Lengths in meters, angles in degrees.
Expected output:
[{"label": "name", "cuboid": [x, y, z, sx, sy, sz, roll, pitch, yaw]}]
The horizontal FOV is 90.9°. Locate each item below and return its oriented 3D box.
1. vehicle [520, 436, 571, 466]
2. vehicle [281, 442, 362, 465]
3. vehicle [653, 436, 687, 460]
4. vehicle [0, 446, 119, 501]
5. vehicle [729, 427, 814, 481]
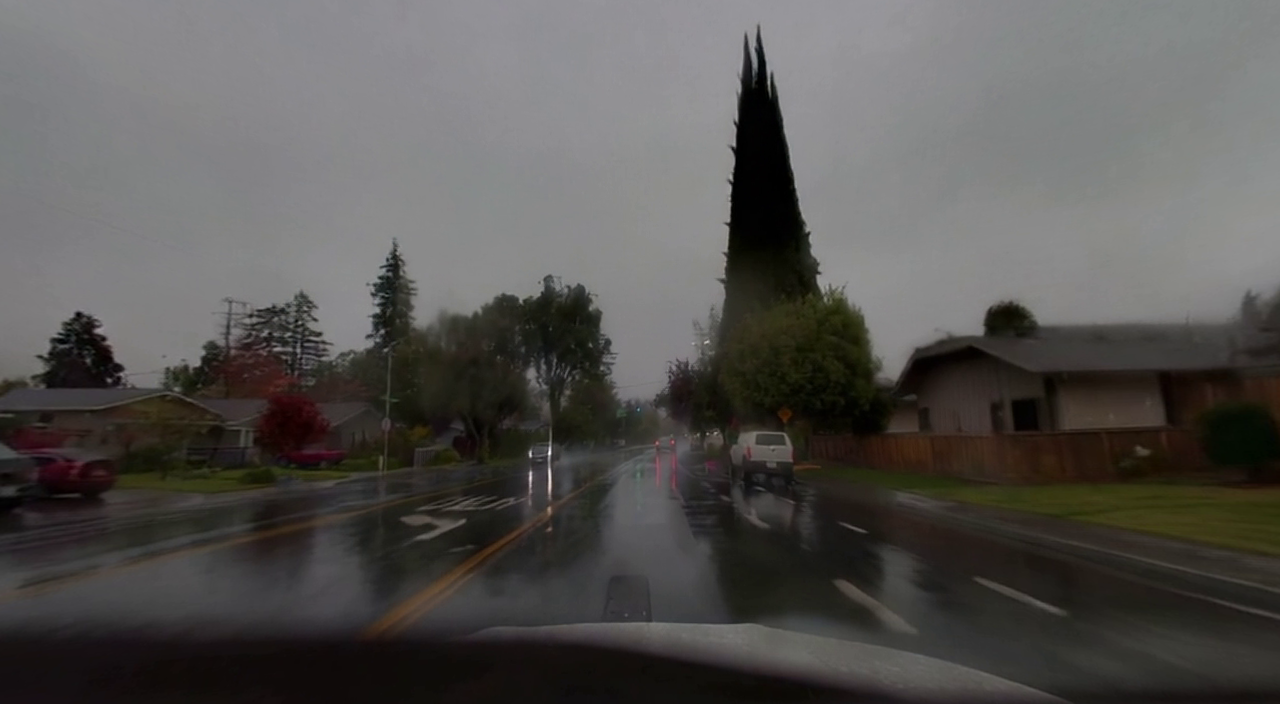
[{"label": "vehicle", "cuboid": [-6.267, 6.642, 42.416, 2.200, 1.852, 4.897, -1, -8, 6]}, {"label": "vehicle", "cuboid": [-24.515, 7.805, 48.664, 4.999, 1.735, 2.227, 1, -8, -8]}, {"label": "vehicle", "cuboid": [2.308, 7.209, 47.380, 2.115, 1.679, 4.235, -1, -9, 8]}, {"label": "vehicle", "cuboid": [-20.255, 3.936, 20.709, 4.411, 1.682, 2.126, 0, -9, 3]}, {"label": "vehicle", "cuboid": [5.007, 3.978, 24.839, 2.233, 1.887, 5.347, 0, -8, 1]}]
